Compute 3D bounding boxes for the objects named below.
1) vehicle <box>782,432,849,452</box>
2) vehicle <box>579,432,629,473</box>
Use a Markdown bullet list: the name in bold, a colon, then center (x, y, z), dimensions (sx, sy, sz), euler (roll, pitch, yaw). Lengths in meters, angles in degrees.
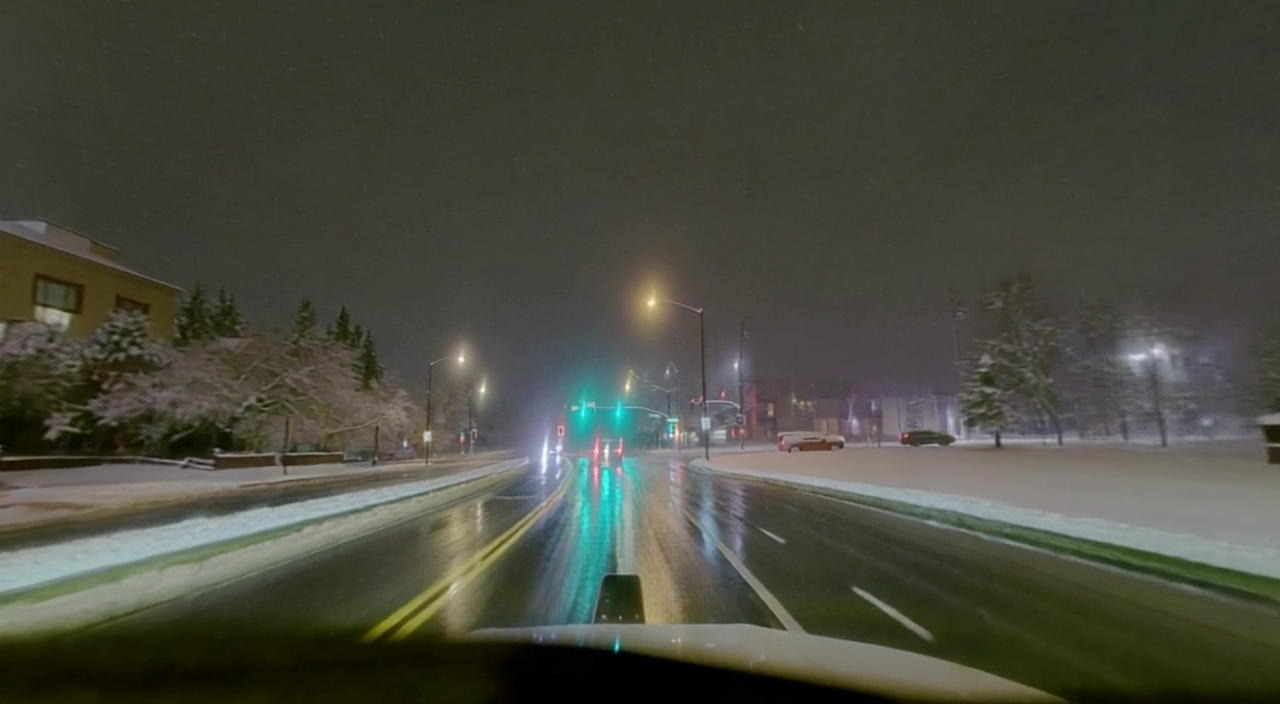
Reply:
- **vehicle**: center (13.091, 6.741, 47.361), dimensions (4.486, 1.494, 1.802), euler (0, -8, 2)
- **vehicle**: center (-1.731, 4.880, 30.846), dimensions (2.230, 1.827, 4.298), euler (0, -8, -2)
